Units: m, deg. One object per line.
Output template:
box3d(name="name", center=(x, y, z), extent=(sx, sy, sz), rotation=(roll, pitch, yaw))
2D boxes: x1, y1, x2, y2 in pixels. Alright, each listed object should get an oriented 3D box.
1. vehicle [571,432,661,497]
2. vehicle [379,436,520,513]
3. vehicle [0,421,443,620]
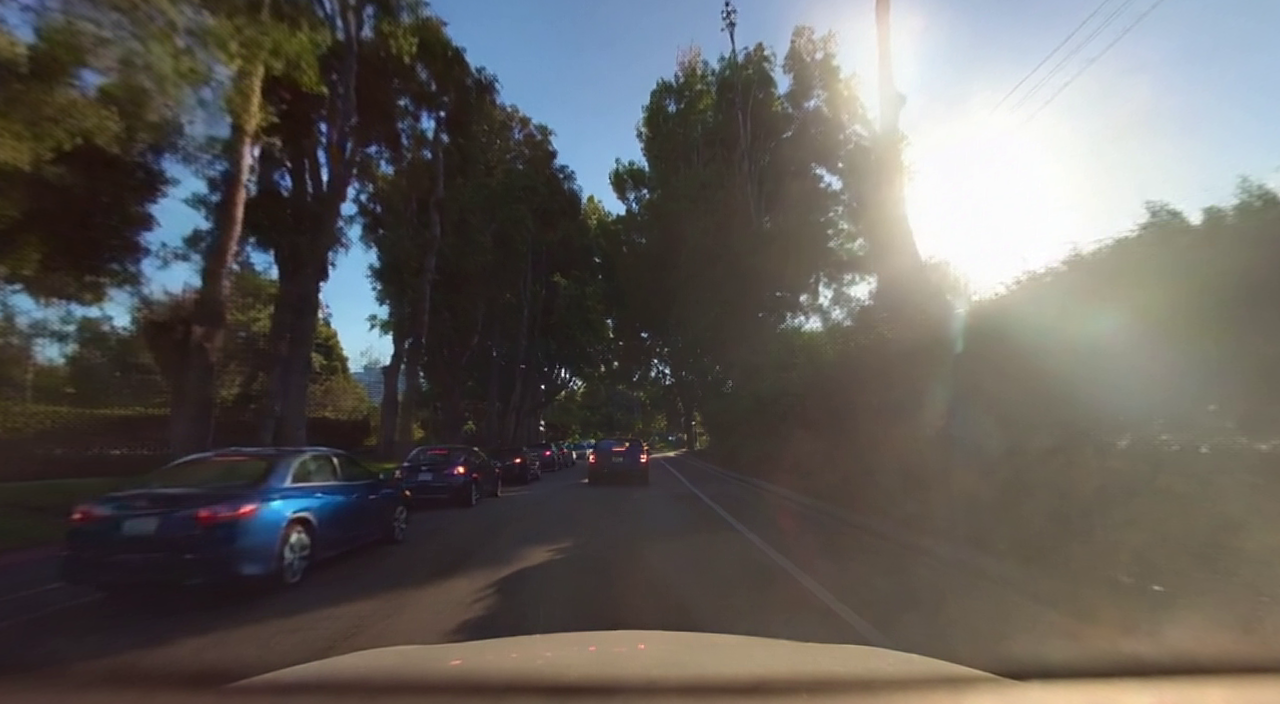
box3d(name="vehicle", center=(-0.593, 2.960, 16.987), extent=(2.127, 1.517, 4.090), rotation=(0, -8, -1))
box3d(name="vehicle", center=(-3.959, 2.601, 13.932), extent=(1.784, 1.408, 4.141), rotation=(0, -8, 1))
box3d(name="vehicle", center=(-3.982, 1.603, 7.117), extent=(1.968, 1.459, 4.734), rotation=(0, -8, 1))
